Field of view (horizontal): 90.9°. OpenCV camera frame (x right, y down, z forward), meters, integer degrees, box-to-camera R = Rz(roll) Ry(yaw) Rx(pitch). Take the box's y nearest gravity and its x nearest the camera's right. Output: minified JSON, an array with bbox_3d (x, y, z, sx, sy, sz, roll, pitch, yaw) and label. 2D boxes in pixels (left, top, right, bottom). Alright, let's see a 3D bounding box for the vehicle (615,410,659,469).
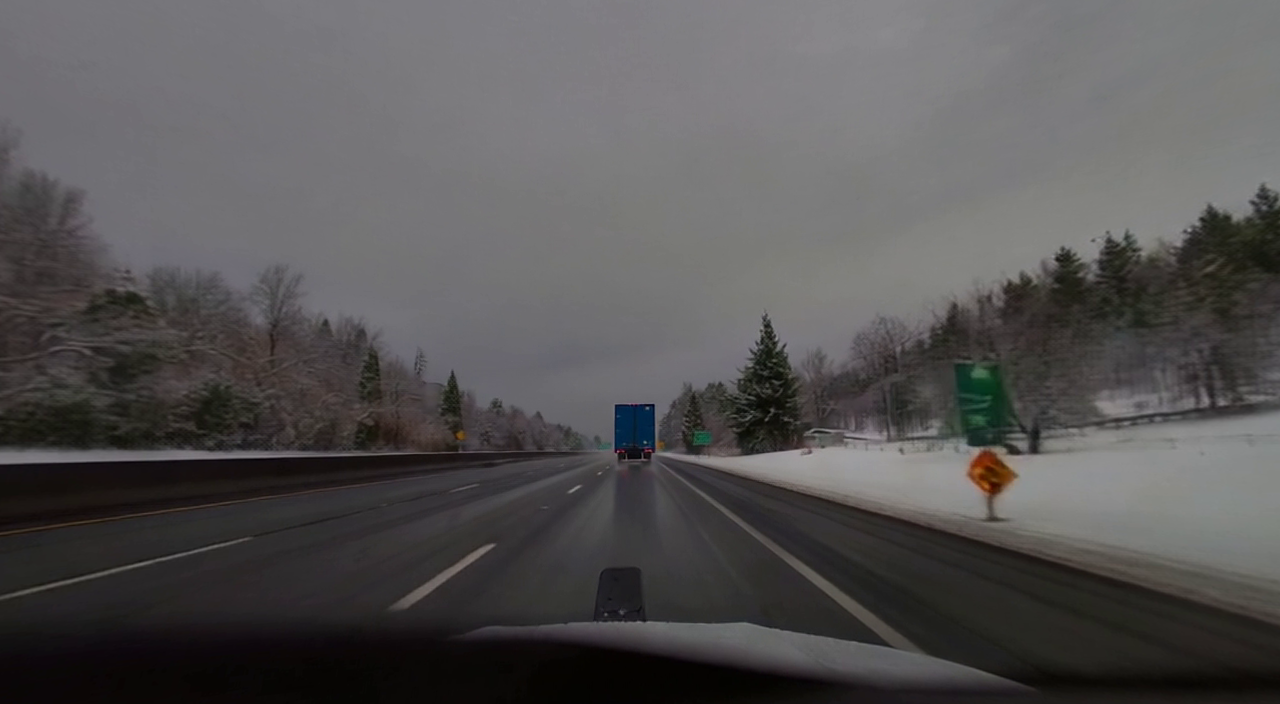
[{"bbox_3d":[-0.330,6.752,47.982,2.982,3.947,11.075,0,-9,-1],"label":"vehicle"}]
